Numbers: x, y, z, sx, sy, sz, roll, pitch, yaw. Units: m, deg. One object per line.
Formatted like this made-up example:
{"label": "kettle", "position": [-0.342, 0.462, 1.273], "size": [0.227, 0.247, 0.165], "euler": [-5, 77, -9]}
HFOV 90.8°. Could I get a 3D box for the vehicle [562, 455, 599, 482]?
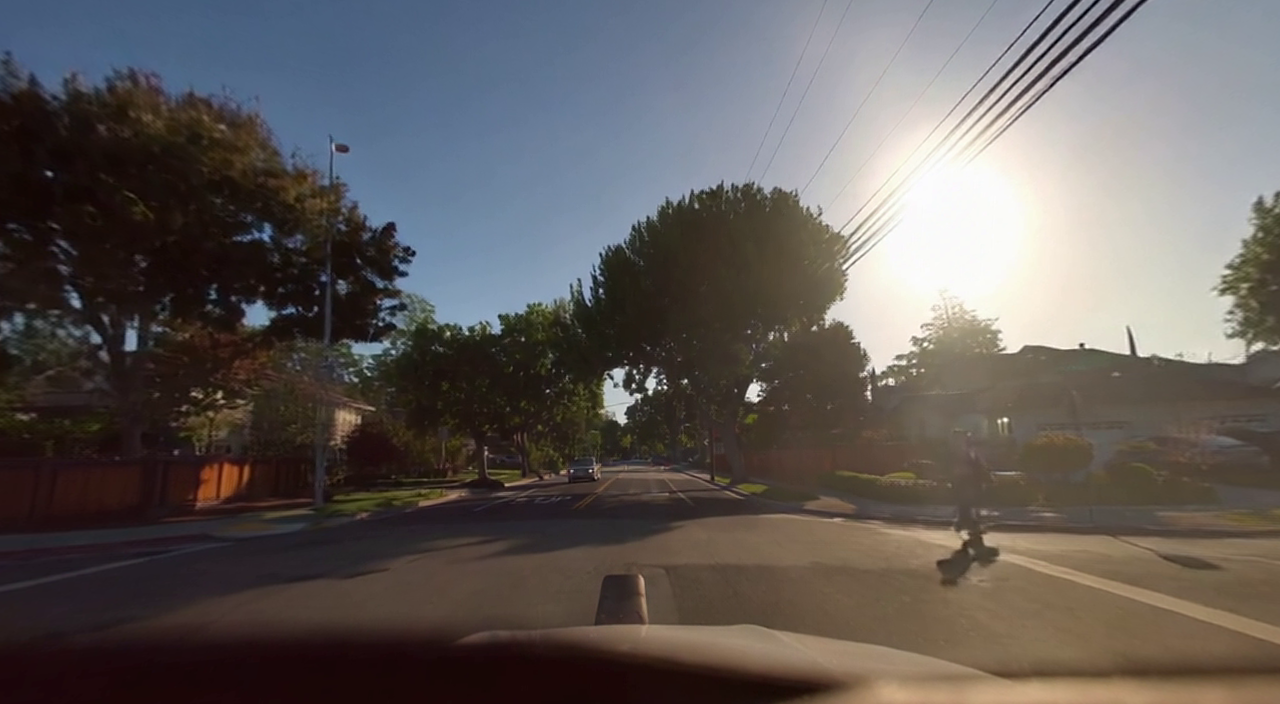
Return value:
{"label": "vehicle", "position": [-3.761, 7.439, 40.506], "size": [1.935, 1.595, 3.972], "euler": [0, -9, 1]}
